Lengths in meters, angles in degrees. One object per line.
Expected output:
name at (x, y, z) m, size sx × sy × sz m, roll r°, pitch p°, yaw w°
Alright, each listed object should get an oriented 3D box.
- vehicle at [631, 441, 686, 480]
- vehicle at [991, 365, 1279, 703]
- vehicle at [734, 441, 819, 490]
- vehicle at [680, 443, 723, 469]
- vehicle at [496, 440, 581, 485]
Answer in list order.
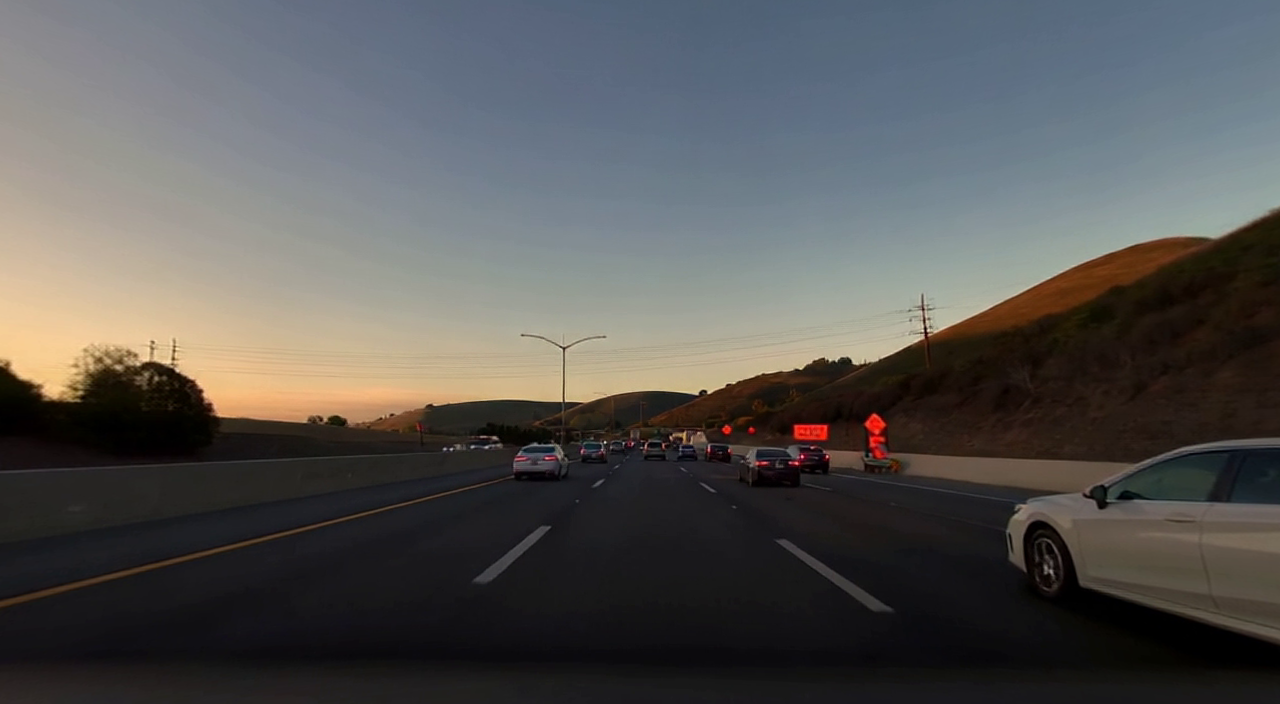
vehicle at (0.738, 4.568, 26.905) m, size 2.138 × 1.473 × 4.392 m, roll 0°, pitch -8°, yaw 0°
vehicle at (3.857, 0.885, 2.734) m, size 2.018 × 1.670 × 4.658 m, roll 0°, pitch -8°, yaw 1°
vehicle at (4.544, 3.822, 21.589) m, size 1.867 × 1.465 × 4.093 m, roll 0°, pitch -8°, yaw -2°
vehicle at (3.693, 6.329, 38.469) m, size 2.177 × 1.453 × 4.205 m, roll 0°, pitch -8°, yaw 0°
vehicle at (-3.521, 3.927, 22.740) m, size 2.232 × 1.438 × 4.163 m, roll -1°, pitch -8°, yaw 2°
